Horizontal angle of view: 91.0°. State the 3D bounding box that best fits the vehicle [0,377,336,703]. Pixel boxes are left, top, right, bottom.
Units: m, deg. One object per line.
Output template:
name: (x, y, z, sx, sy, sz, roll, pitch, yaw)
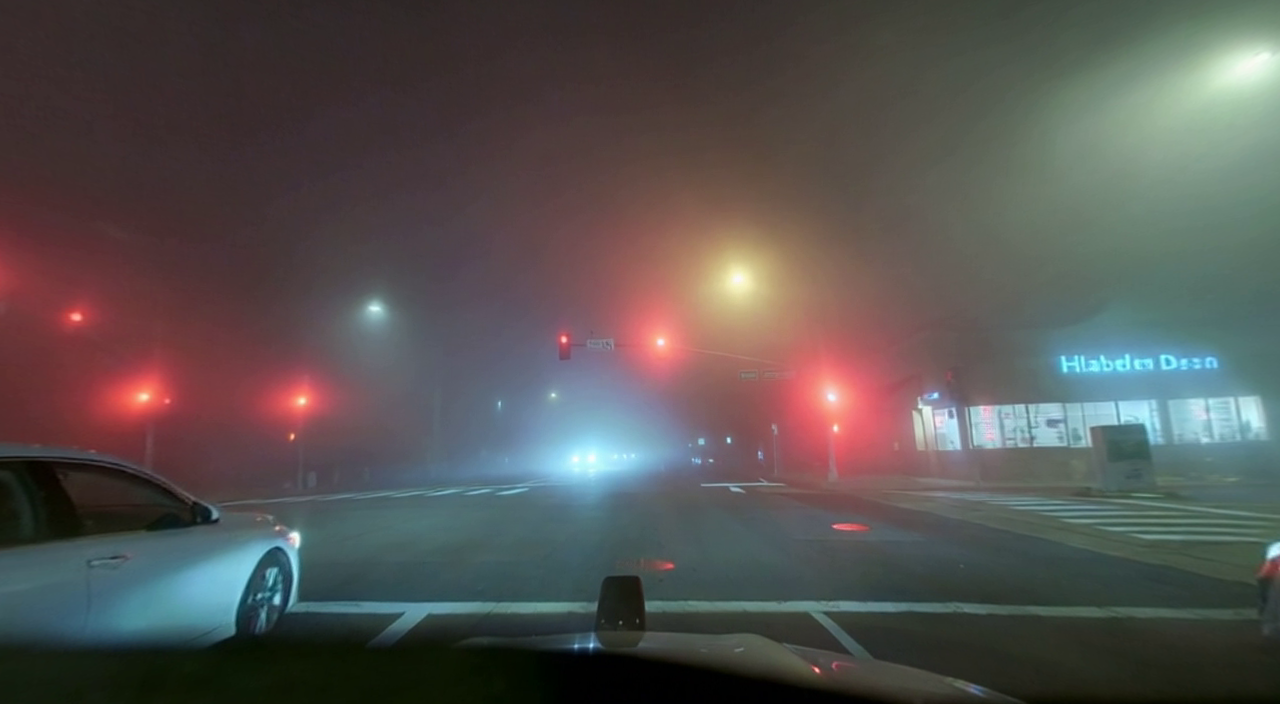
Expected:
vehicle: (-3.501, 0.990, 2.943, 1.947, 1.627, 4.248, 0, -9, 1)
